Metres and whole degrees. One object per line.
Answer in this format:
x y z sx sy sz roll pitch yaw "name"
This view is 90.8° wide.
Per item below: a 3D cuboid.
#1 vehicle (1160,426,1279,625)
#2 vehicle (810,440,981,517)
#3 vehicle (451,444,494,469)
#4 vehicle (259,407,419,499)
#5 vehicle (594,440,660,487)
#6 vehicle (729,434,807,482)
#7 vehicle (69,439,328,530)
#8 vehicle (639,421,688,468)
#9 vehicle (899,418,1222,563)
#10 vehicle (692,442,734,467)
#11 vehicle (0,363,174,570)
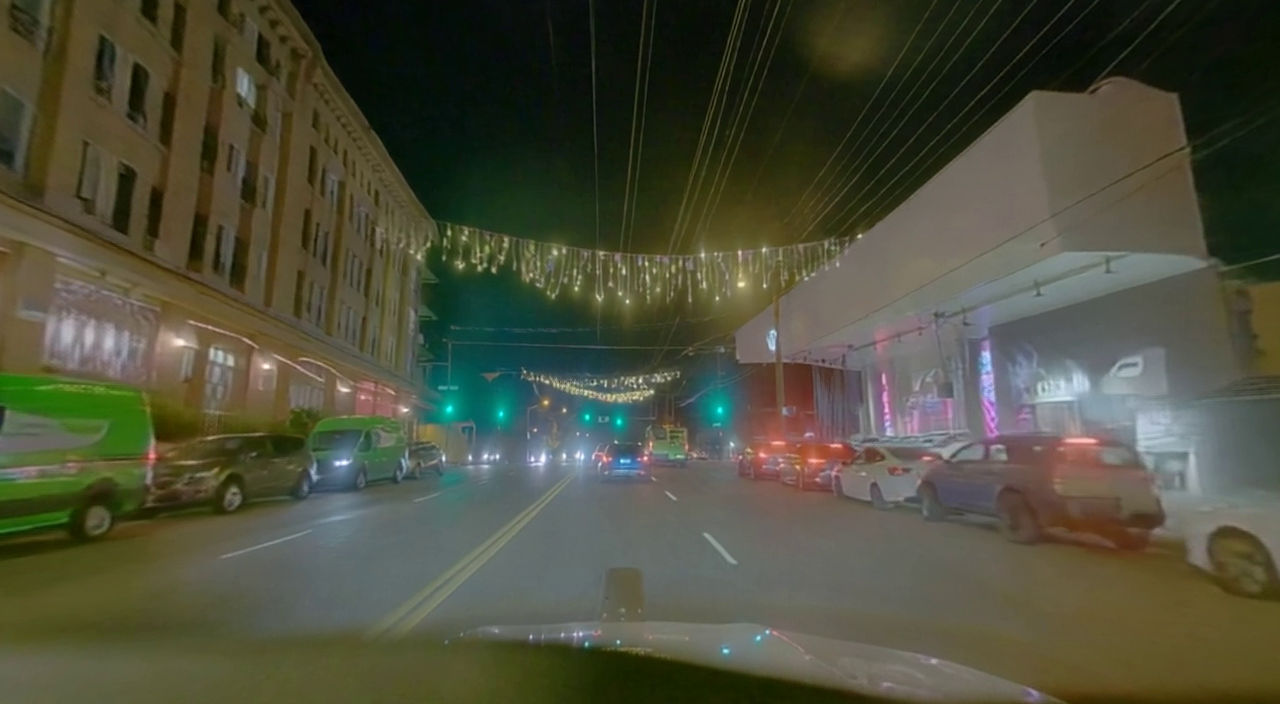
5.883 1.199 3.952 1.943 1.507 3.816 0 -8 -1 "vehicle"
5.587 2.773 14.555 2.012 1.470 4.394 0 -8 -1 "vehicle"
-11.338 7.063 43.033 1.962 1.529 4.109 1 -8 -3 "vehicle"
-10.052 3.444 21.898 2.724 2.739 5.663 0 -8 0 "vehicle"
-0.536 3.907 22.594 2.112 1.464 4.411 0 -8 -3 "vehicle"
5.202 4.386 26.519 2.079 1.788 4.974 0 -8 -2 "vehicle"
-9.948 2.965 15.080 2.256 1.722 5.644 0 -8 -2 "vehicle"
1.353 5.456 37.402 2.649 2.583 5.800 0 -8 1 "vehicle"
5.899 1.958 9.759 1.876 1.692 4.492 0 -8 0 "vehicle"
4.550 6.413 39.853 1.824 1.481 4.057 1 -8 -5 "vehicle"
-9.589 1.426 7.818 2.964 2.597 6.437 0 -8 -4 "vehicle"
